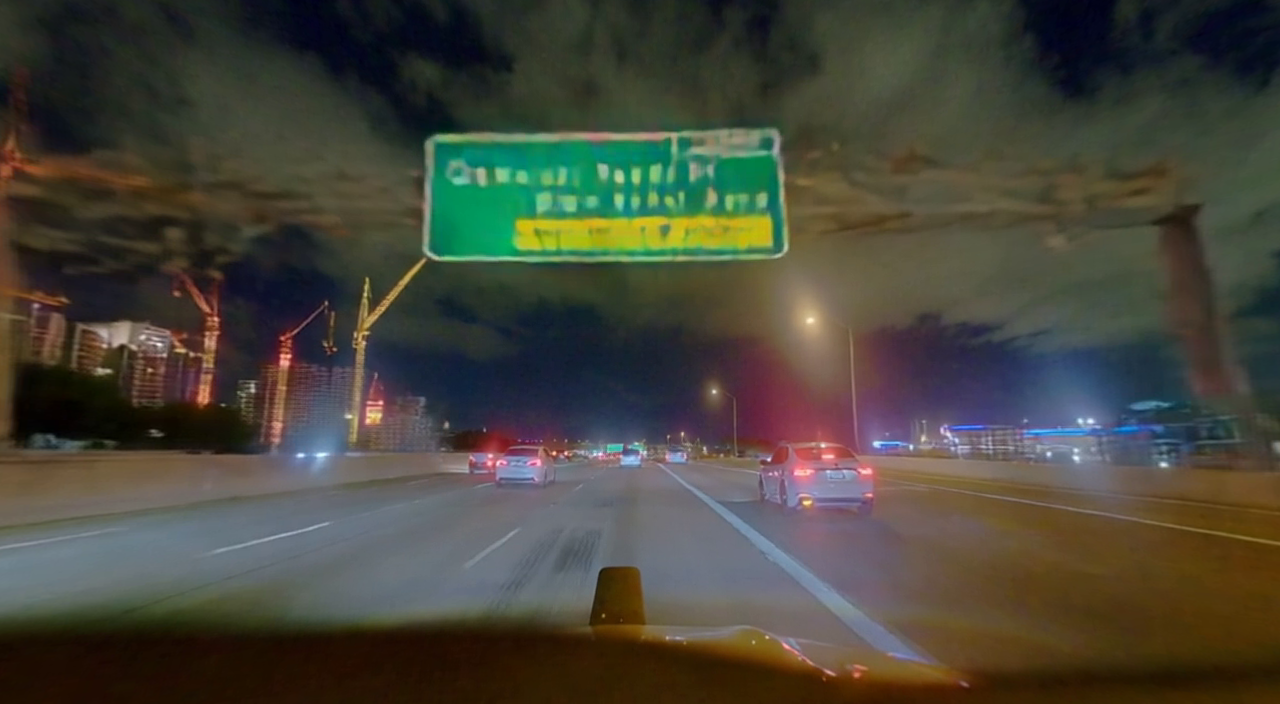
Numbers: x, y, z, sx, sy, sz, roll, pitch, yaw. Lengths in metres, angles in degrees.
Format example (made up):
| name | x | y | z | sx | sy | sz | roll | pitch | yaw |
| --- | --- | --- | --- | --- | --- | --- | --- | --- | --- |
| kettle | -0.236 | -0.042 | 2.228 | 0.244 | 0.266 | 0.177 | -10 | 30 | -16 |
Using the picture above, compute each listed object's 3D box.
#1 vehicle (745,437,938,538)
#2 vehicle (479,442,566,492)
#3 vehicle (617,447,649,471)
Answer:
| name | x | y | z | sx | sy | sz | roll | pitch | yaw |
| --- | --- | --- | --- | --- | --- | --- | --- | --- | --- |
| vehicle | 3.383 | 2.353 | 11.701 | 1.995 | 1.486 | 4.463 | 0 | -8 | -1 |
| vehicle | -3.933 | 3.930 | 21.997 | 2.136 | 1.512 | 4.488 | 0 | -8 | 1 |
| vehicle | -0.486 | 7.100 | 42.067 | 2.019 | 1.472 | 3.971 | 0 | -8 | -1 |
